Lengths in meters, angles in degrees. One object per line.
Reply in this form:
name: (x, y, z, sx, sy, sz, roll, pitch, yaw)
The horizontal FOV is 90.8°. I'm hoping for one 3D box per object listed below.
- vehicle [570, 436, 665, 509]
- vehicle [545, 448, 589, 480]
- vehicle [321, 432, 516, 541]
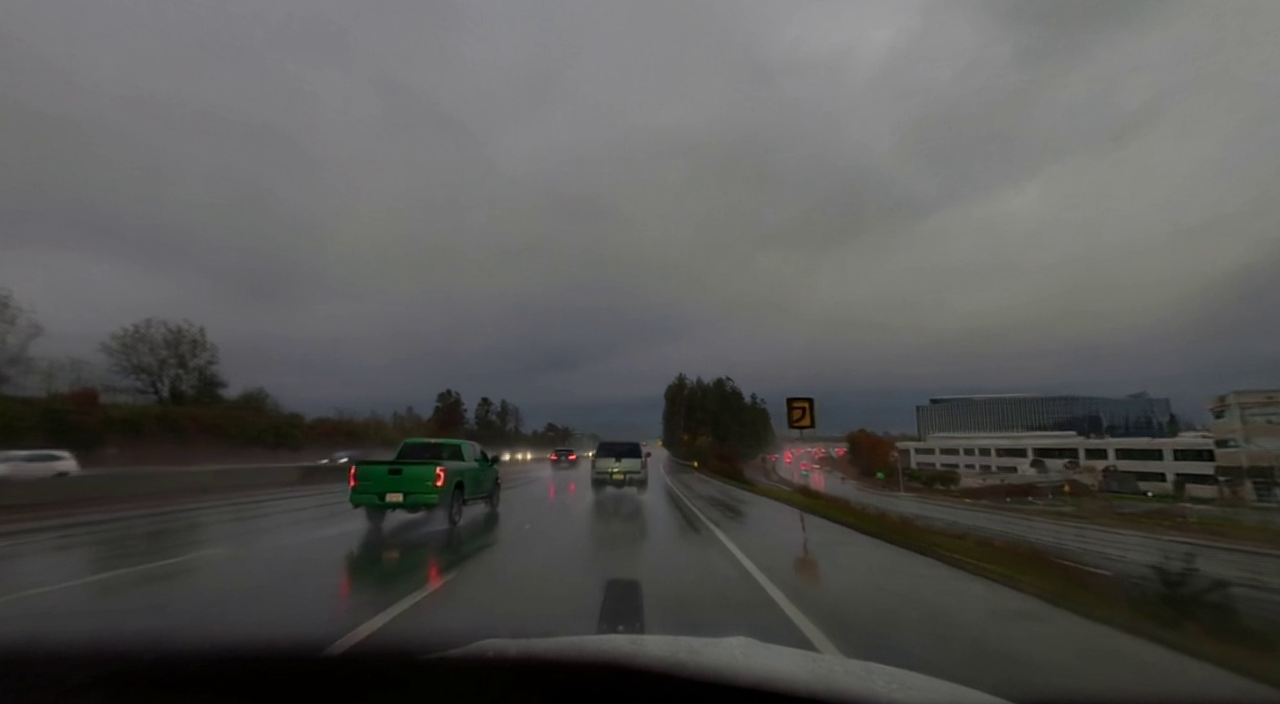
vehicle: (-0.504, 3.248, 17.559, 2.293, 1.753, 4.380, 0, -8, 1)
vehicle: (-4.307, 6.661, 37.975, 1.991, 1.776, 4.333, 0, -8, 1)
vehicle: (-4.024, 2.523, 12.652, 2.038, 1.704, 5.181, 0, -8, 0)
